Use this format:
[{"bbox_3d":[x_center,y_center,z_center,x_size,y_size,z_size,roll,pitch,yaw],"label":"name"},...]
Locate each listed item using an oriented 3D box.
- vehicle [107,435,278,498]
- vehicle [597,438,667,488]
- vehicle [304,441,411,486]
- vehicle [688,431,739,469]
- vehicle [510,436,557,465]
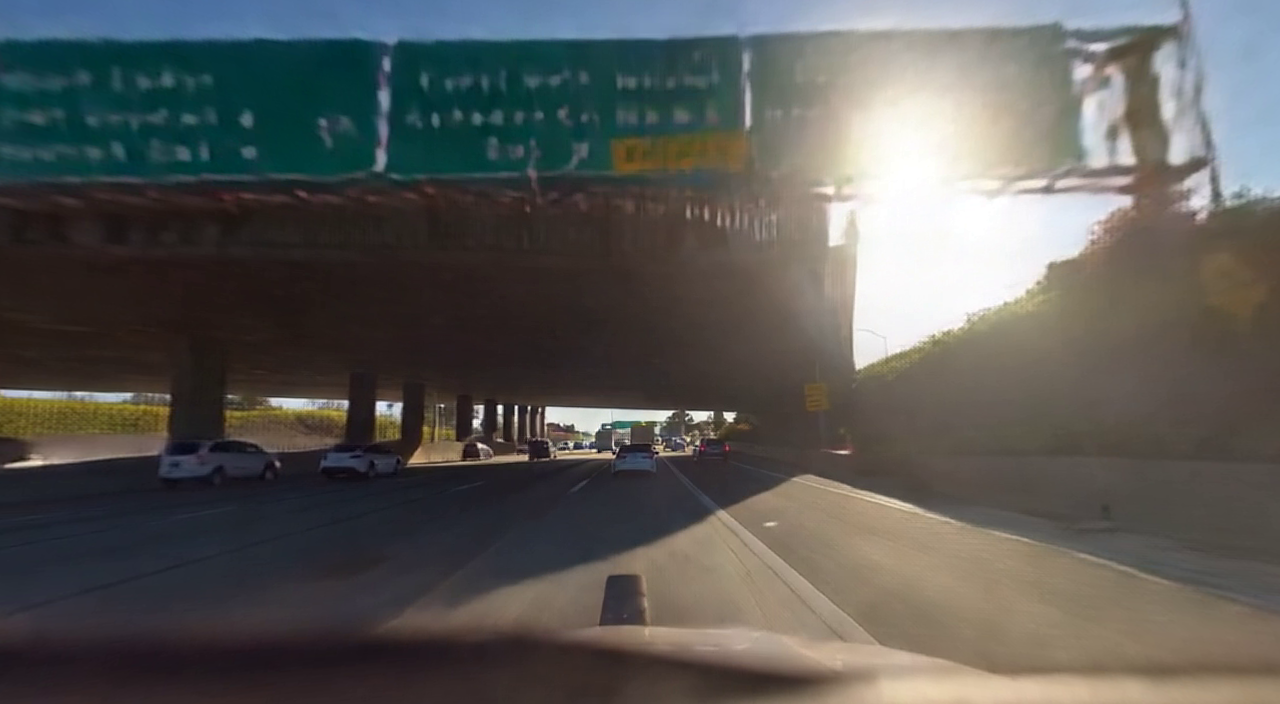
[{"bbox_3d":[-13.750,3.524,19.809,2.045,1.712,4.457,0,-8,1],"label":"vehicle"},{"bbox_3d":[-0.189,3.564,20.655,2.042,1.446,4.269,0,-8,1],"label":"vehicle"},{"bbox_3d":[-10.481,4.147,23.802,1.961,1.510,4.260,0,-8,1],"label":"vehicle"},{"bbox_3d":[3.612,4.930,31.945,2.001,1.771,4.250,0,-8,-1],"label":"vehicle"},{"bbox_3d":[-6.534,6.124,39.155,2.060,1.669,4.242,0,-8,1],"label":"vehicle"}]
